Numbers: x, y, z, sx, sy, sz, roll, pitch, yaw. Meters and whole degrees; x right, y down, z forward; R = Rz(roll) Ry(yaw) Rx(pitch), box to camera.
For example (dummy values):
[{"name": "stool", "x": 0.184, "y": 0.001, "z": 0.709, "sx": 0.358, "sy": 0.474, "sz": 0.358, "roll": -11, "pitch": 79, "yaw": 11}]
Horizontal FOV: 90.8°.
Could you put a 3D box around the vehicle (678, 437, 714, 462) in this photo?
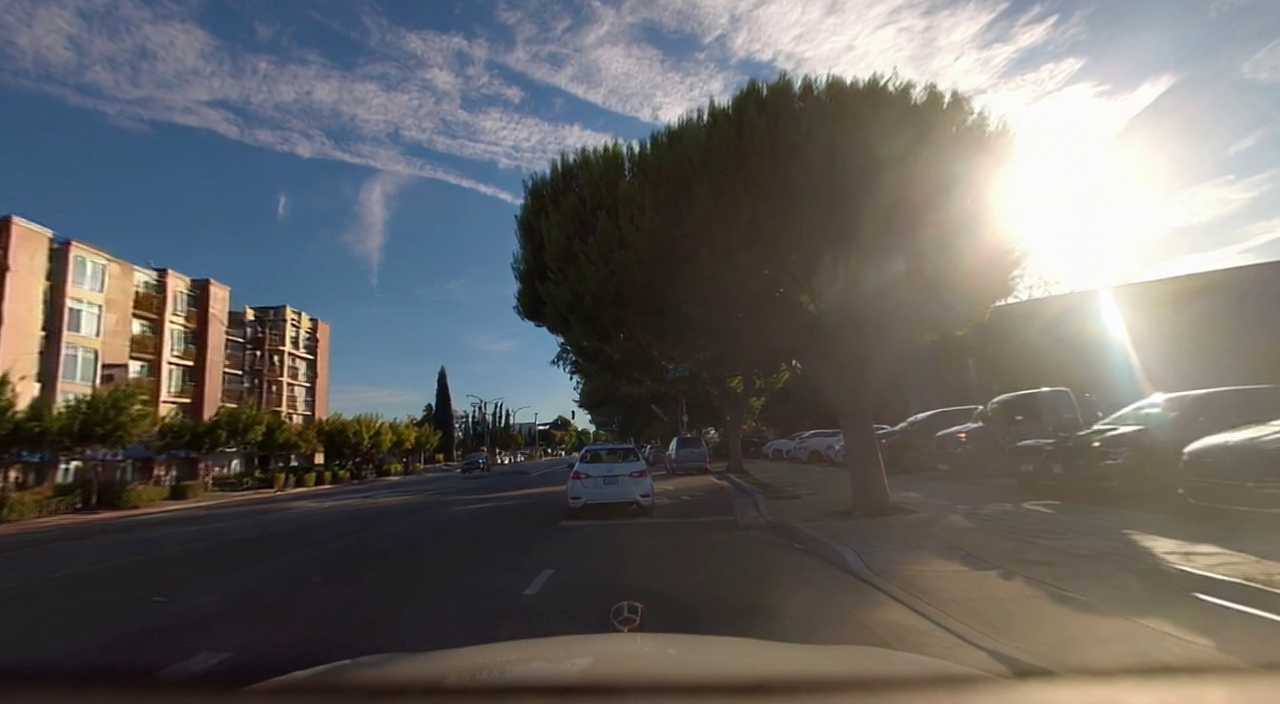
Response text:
[{"name": "vehicle", "x": 3.467, "y": 6.095, "z": 39.641, "sx": 1.972, "sy": 1.484, "sz": 3.974, "roll": 0, "pitch": -8, "yaw": 1}]

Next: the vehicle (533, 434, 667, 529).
[{"name": "vehicle", "x": -0.746, "y": 2.378, "z": 12.260, "sx": 2.116, "sy": 1.479, "sz": 4.358, "roll": 0, "pitch": -8, "yaw": -3}]
